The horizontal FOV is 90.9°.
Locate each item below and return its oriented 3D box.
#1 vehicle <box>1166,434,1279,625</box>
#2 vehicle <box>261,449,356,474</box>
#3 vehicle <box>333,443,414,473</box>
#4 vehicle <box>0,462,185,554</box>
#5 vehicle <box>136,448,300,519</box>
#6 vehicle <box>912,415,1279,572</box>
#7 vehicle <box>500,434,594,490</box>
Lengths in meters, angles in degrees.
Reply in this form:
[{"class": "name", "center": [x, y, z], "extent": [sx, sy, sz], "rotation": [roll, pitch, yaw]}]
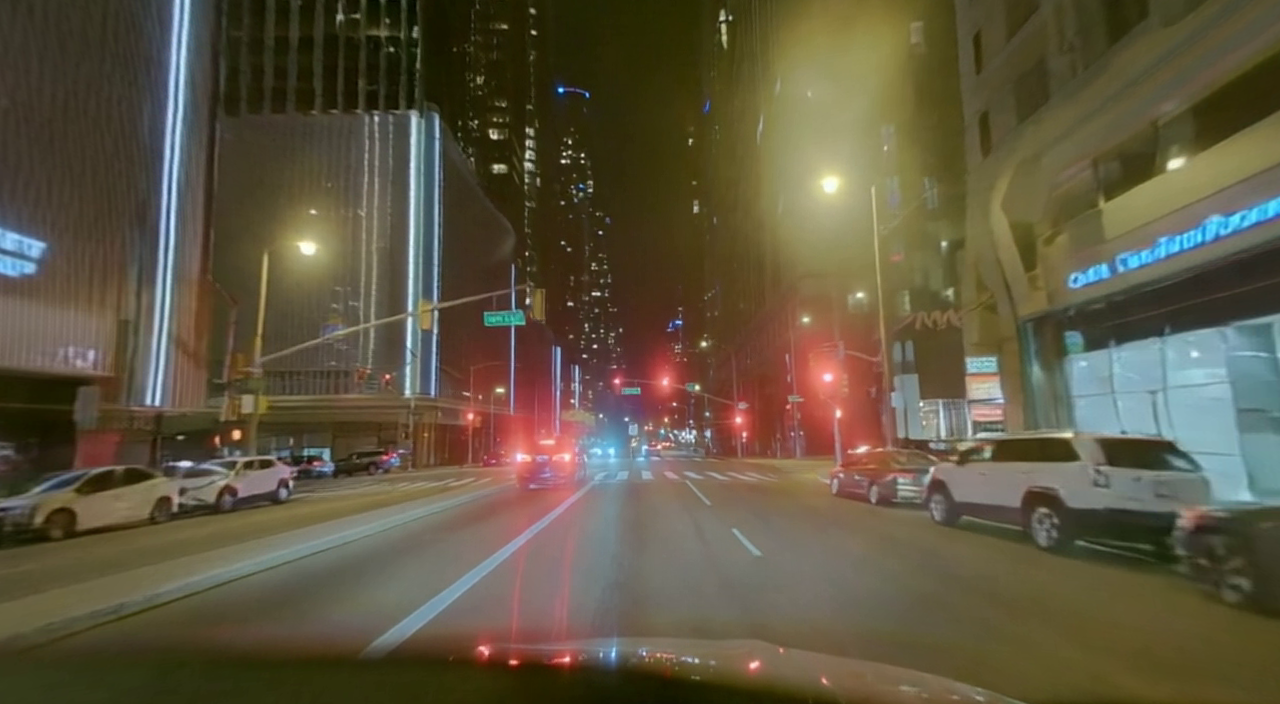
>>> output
[{"class": "vehicle", "center": [5.823, 1.198, 3.651], "extent": [1.760, 1.471, 4.453], "rotation": [0, -8, 1]}, {"class": "vehicle", "center": [-21.128, 7.004, 40.330], "extent": [4.791, 1.506, 2.244], "rotation": [0, -8, 0]}, {"class": "vehicle", "center": [-20.890, 8.303, 49.559], "extent": [5.283, 1.959, 2.453], "rotation": [-3, -8, 0]}, {"class": "vehicle", "center": [-12.280, 3.174, 13.486], "extent": [1.808, 1.475, 4.550], "rotation": [0, -8, -2]}, {"class": "vehicle", "center": [-12.185, 3.754, 18.638], "extent": [1.890, 1.781, 4.331], "rotation": [0, -8, -2]}, {"class": "vehicle", "center": [6.019, 1.880, 9.243], "extent": [1.918, 1.674, 4.779], "rotation": [0, -8, 0]}, {"class": "vehicle", "center": [-2.666, 3.295, 19.323], "extent": [2.014, 1.480, 4.780], "rotation": [0, -8, 2]}]
